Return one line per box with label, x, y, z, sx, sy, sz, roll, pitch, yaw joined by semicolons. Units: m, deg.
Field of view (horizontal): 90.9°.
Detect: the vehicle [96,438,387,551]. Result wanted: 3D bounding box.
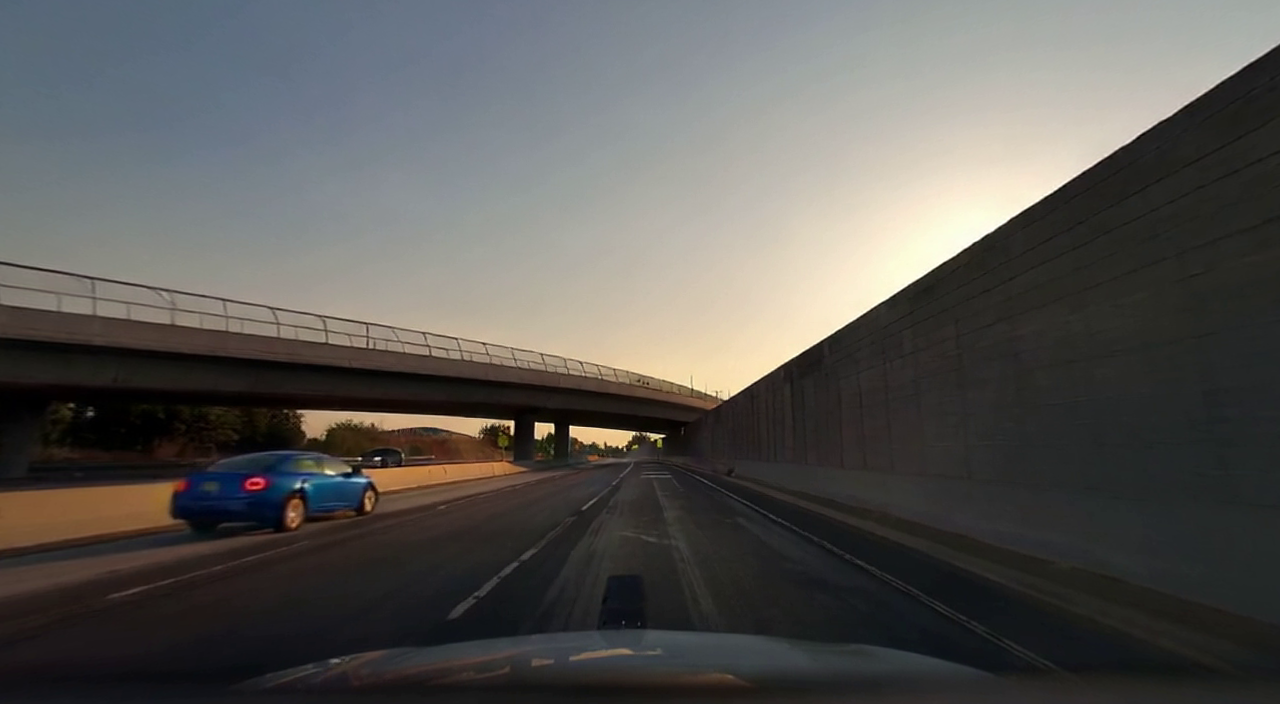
vehicle;-6.625;2.393;11.318;2.172;1.587;4.518;-1;-9;2
